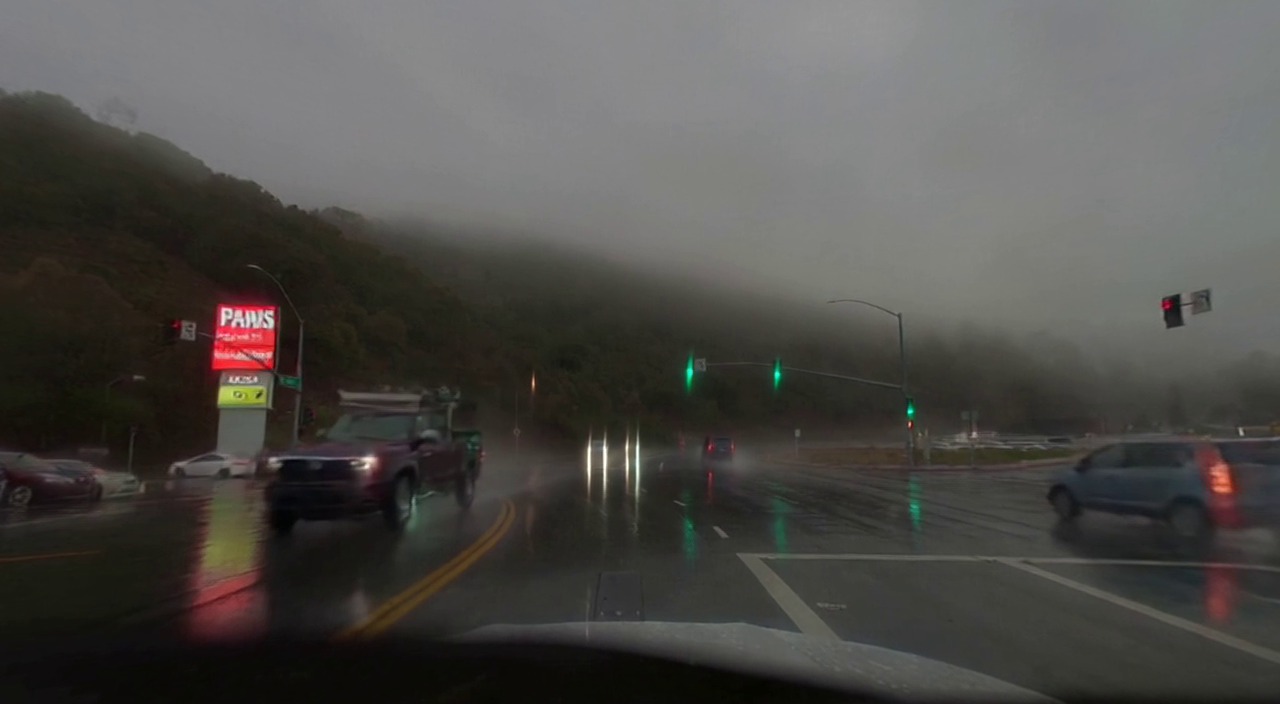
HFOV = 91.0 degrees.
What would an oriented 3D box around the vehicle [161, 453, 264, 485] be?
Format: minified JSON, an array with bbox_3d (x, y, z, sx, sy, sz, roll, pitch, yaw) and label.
[{"bbox_3d":[-24.613,6.705,36.367,4.336,1.706,2.069,2,-9,-11],"label":"vehicle"}]

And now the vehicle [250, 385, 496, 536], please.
[{"bbox_3d":[-4.834,2.119,12.811,2.318,2.325,5.910,0,-8,1],"label":"vehicle"}]

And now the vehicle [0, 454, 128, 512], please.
[{"bbox_3d":[-19.792,4.212,20.490,4.440,1.748,2.033,0,-9,1],"label":"vehicle"}]

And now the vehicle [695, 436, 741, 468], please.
[{"bbox_3d":[5.605,7.242,45.816,2.388,2.201,5.139,1,-9,-3],"label":"vehicle"}]

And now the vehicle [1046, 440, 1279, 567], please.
[{"bbox_3d":[9.957,2.540,11.400,2.273,1.839,4.218,0,-8,-1],"label":"vehicle"}]
